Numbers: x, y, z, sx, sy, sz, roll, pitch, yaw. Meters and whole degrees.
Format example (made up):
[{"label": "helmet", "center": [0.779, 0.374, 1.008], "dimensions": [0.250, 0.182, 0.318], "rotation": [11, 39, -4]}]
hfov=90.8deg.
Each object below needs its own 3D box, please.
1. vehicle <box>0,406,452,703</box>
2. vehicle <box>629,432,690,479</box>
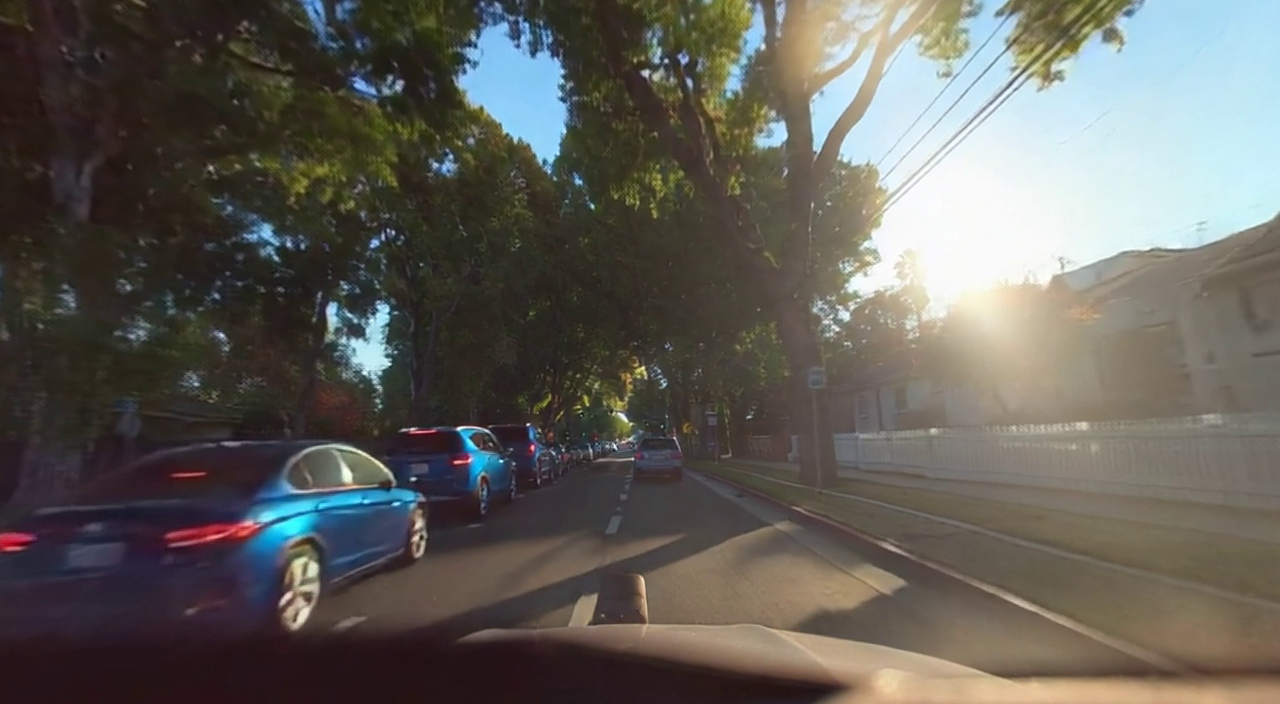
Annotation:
[{"label": "vehicle", "center": [-3.206, 1.389, 5.549], "dimensions": [1.919, 1.501, 4.509], "rotation": [0, -9, -3]}, {"label": "vehicle", "center": [0.689, 4.173, 25.580], "dimensions": [2.258, 1.682, 4.635], "rotation": [0, -9, -1]}]
